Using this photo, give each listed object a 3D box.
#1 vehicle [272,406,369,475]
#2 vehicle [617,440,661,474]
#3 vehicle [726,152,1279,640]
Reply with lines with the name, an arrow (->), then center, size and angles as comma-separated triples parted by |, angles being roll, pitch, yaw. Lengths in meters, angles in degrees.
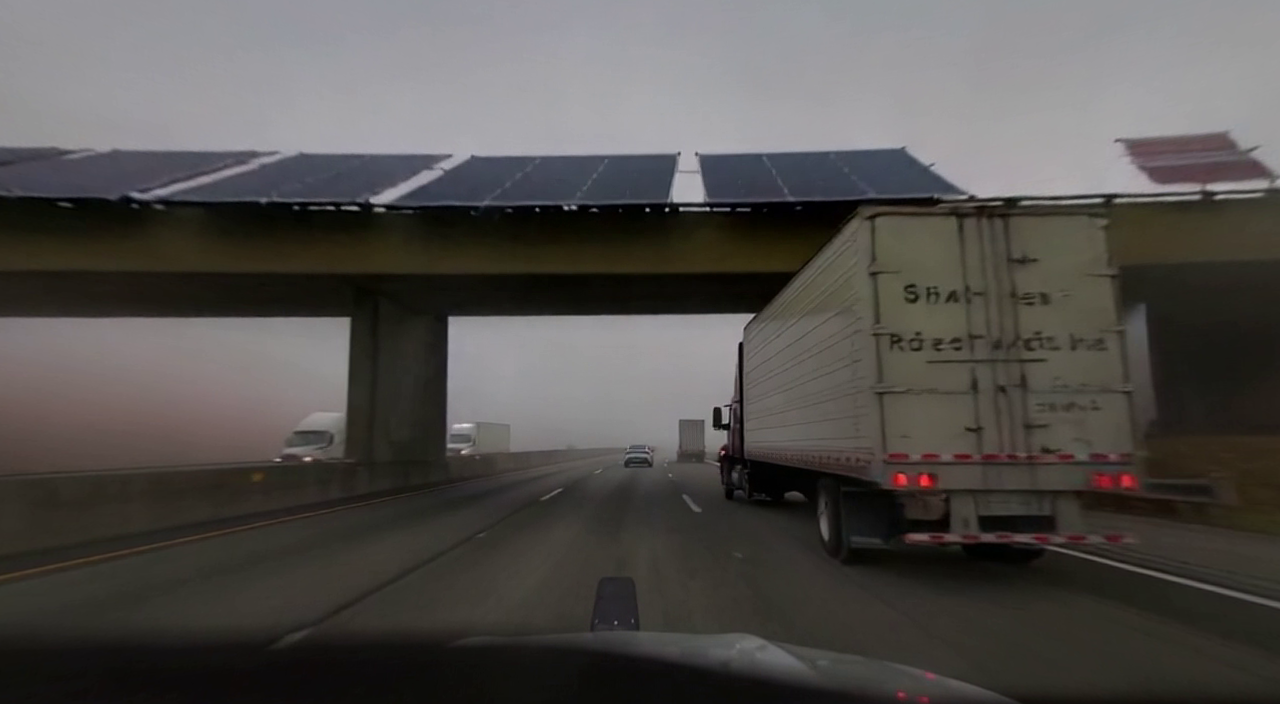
vehicle -> -20.239, 5.664, 40.310 | 2.955, 4.012, 5.867 | -1, -8, 1
vehicle -> -0.035, 5.307, 32.064 | 2.066, 1.581, 4.268 | -1, -8, 0
vehicle -> 3.593, 0.937, 9.660 | 2.967, 3.633, 10.015 | 0, -8, -1
